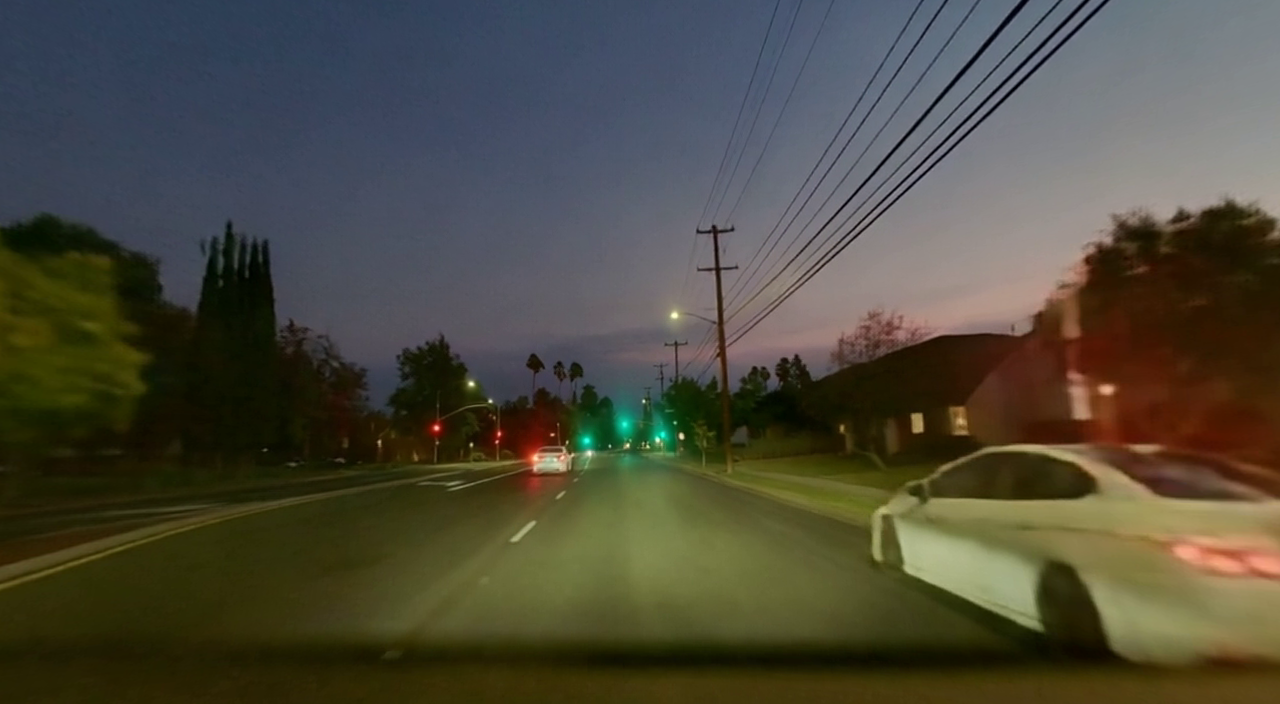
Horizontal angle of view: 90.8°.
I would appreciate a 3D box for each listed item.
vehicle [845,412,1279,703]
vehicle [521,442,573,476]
[{"bbox_3d":[3.365,1.297,4.777,2.074,1.450,4.621,0,-8,0],"label":"vehicle"},{"bbox_3d":[-4.387,5.074,30.358,2.041,1.471,4.602,0,-8,-3],"label":"vehicle"}]
